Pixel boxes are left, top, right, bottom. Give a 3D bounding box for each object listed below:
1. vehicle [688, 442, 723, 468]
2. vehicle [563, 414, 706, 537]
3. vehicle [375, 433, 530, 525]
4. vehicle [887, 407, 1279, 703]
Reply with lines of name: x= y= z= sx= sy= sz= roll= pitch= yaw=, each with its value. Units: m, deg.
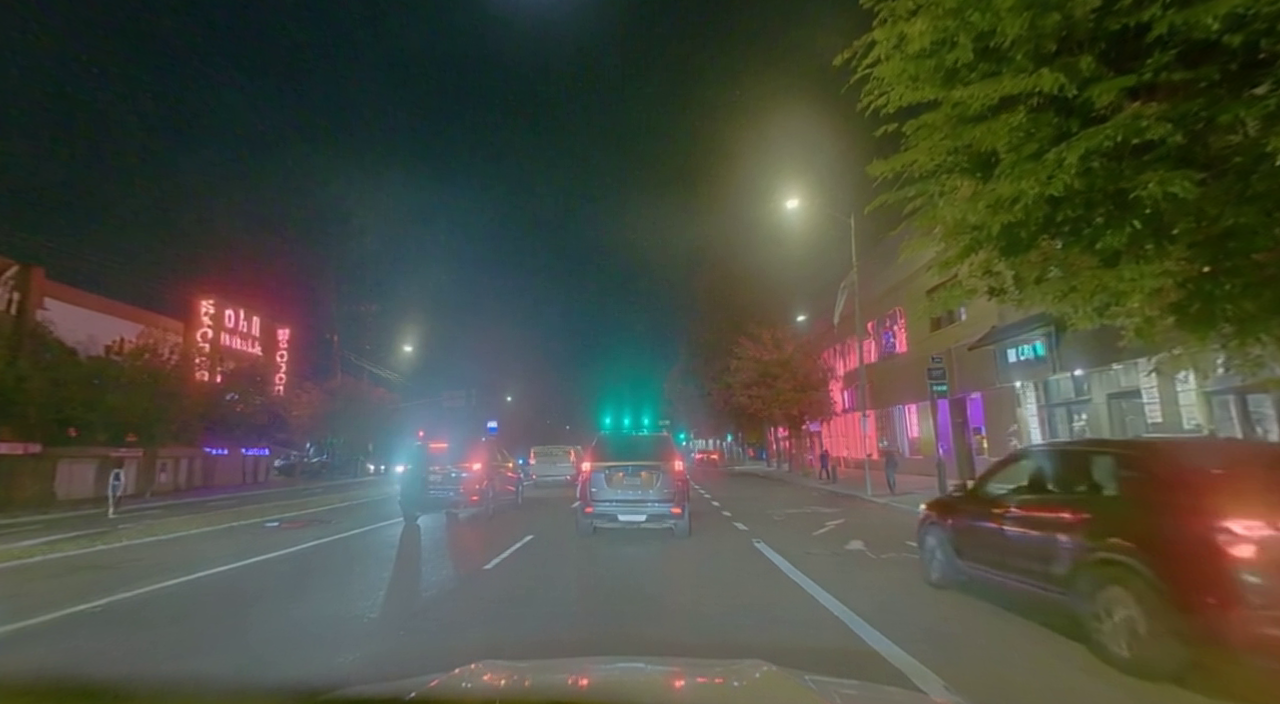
vehicle: x=4.057 y=6.466 z=39.703 sx=1.878 sy=1.526 sz=4.736 roll=0 pitch=-8 yaw=2
vehicle: x=-0.057 y=2.079 z=11.212 sx=2.075 sy=1.770 sz=4.018 roll=0 pitch=-8 yaw=1
vehicle: x=-3.713 y=2.575 z=13.398 sx=1.886 sy=1.599 sz=4.247 roll=0 pitch=-8 yaw=1
vehicle: x=3.745 y=1.261 z=4.676 sx=1.986 sy=1.457 sz=4.566 roll=0 pitch=-8 yaw=0
